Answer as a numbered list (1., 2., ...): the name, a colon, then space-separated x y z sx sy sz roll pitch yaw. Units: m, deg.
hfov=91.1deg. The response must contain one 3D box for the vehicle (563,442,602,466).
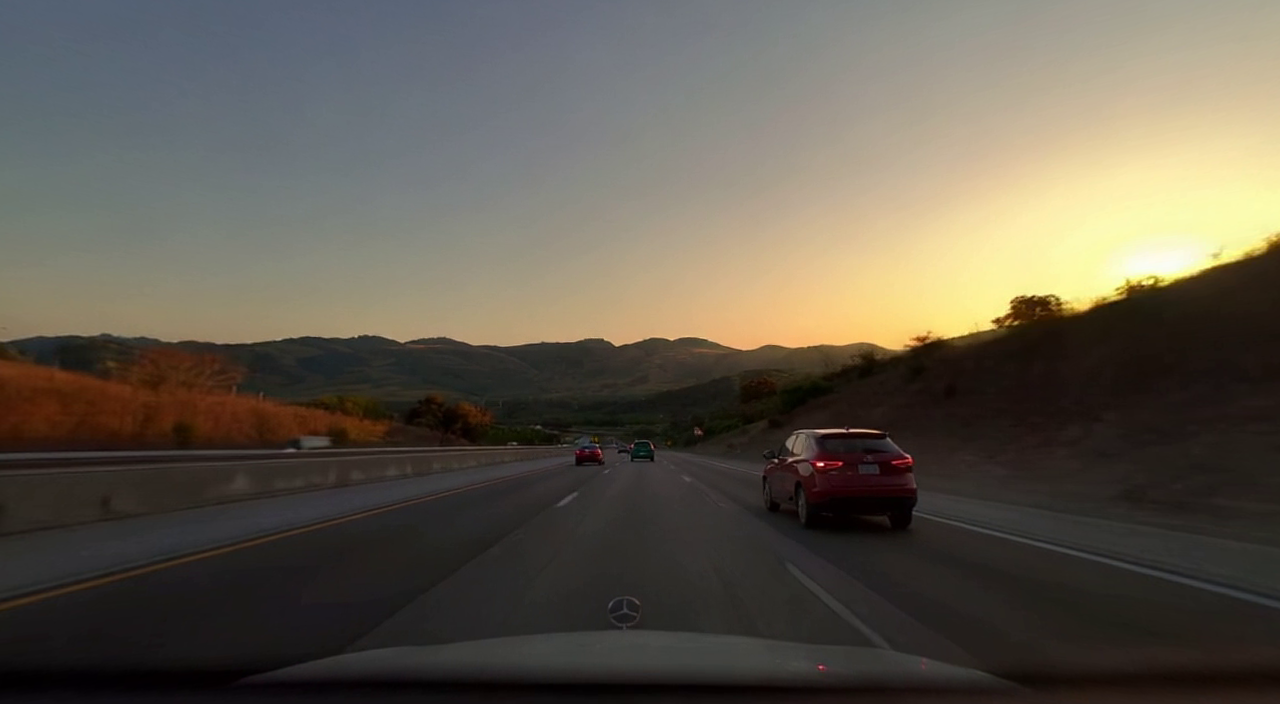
1. vehicle: -3.683 6.638 41.116 2.082 1.485 4.237 0 -8 1

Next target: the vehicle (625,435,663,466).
1. vehicle: 0.245 6.362 40.595 2.272 1.836 4.866 0 -8 0

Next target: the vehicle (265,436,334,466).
1. vehicle: -21.143 6.133 39.158 1.839 1.745 4.411 0 -8 0
